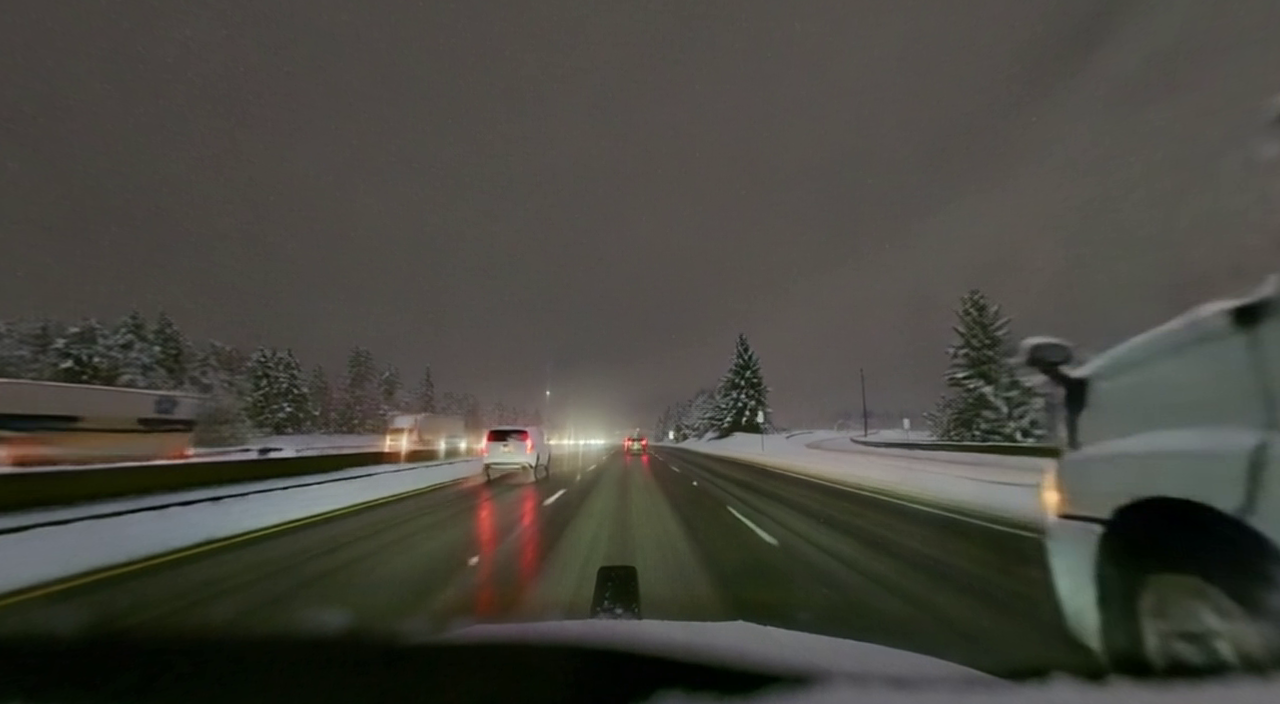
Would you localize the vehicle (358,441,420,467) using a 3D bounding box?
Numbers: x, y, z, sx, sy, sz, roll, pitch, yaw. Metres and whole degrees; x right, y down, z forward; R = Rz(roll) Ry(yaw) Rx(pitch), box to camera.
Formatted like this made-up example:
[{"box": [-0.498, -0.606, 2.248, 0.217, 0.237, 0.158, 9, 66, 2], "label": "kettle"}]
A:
[{"box": [-15.777, 6.406, 39.816, 2.020, 1.514, 4.549, 0, -8, 1], "label": "vehicle"}]

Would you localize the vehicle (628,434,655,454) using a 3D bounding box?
[{"box": [0.063, 7.236, 49.549, 2.051, 1.528, 4.265, 0, -8, -1], "label": "vehicle"}]

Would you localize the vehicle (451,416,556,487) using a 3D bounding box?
[{"box": [-3.947, 2.972, 19.154, 2.115, 1.887, 4.721, 0, -8, 0], "label": "vehicle"}]

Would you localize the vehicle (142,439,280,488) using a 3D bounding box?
[{"box": [-16.108, 4.169, 23.989, 2.010, 1.631, 4.625, 0, -8, 0], "label": "vehicle"}]

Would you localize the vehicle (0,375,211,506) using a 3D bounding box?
[{"box": [-19.354, 2.910, 20.656, 3.025, 3.610, 10.687, 0, -8, 0], "label": "vehicle"}]
